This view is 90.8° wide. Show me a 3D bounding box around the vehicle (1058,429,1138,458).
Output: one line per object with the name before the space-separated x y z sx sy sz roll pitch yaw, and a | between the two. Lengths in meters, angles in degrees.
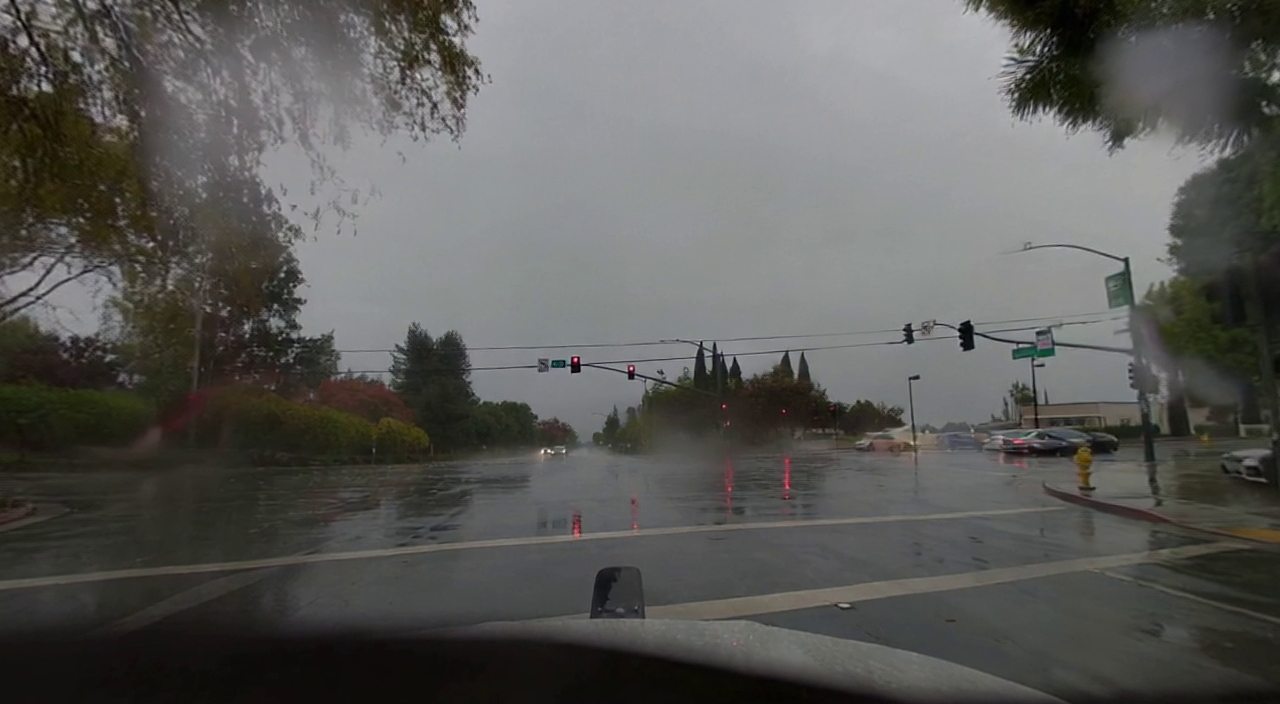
vehicle | 36.074 7.213 49.737 6.148 2.119 2.473 4 -10 -28

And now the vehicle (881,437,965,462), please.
vehicle | 18.656 6.433 41.637 5.234 1.549 1.982 4 -9 -24

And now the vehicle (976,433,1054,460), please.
vehicle | 26.910 6.741 45.283 5.032 1.828 2.183 4 -9 -24
